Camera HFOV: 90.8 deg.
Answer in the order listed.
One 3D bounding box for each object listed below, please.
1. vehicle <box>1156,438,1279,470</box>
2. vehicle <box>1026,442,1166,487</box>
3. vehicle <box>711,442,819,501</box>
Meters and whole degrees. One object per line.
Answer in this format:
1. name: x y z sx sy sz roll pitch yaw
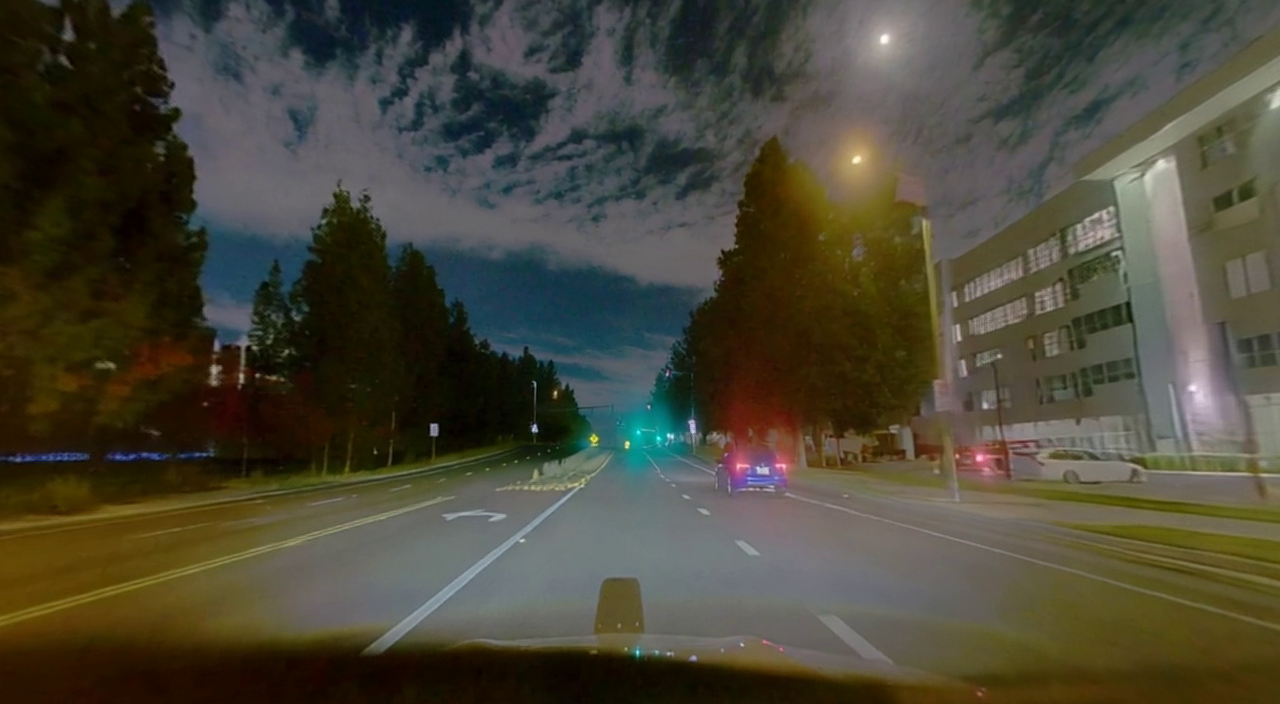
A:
1. vehicle: 32.804 5.755 35.669 5.237 1.724 2.398 1 -9 -3
2. vehicle: 19.498 4.861 27.141 4.418 1.418 1.873 -4 -14 -2
3. vehicle: 3.448 3.393 18.391 2.114 1.493 4.430 0 -9 -2
